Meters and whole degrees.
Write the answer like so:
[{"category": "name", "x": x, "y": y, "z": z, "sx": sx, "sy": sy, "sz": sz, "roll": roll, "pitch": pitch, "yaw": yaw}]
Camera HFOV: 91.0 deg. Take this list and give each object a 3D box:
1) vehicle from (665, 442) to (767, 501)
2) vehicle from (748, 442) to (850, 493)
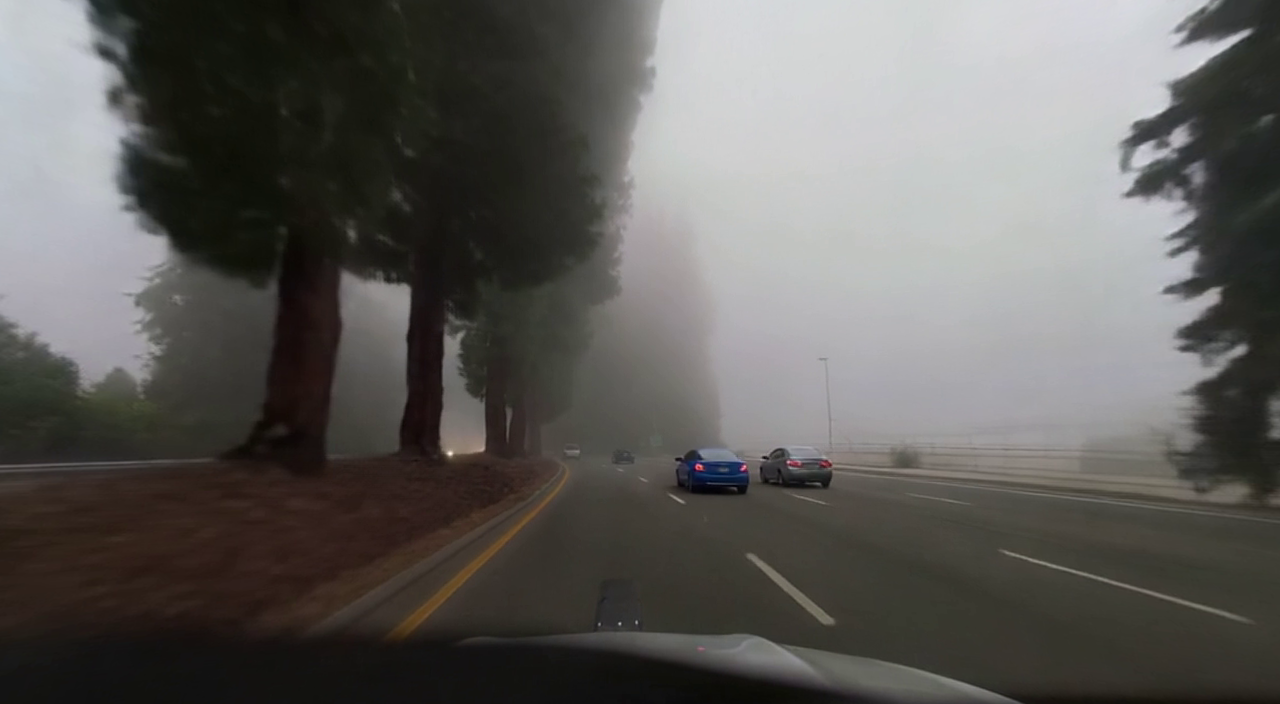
[{"category": "vehicle", "x": 1.999, "y": 3.327, "z": 17.959, "sx": 2.077, "sy": 1.464, "sz": 4.134, "roll": 1, "pitch": -8, "yaw": -5}, {"category": "vehicle", "x": 5.084, "y": 3.735, "z": 20.805, "sx": 1.901, "sy": 1.474, "sz": 4.363, "roll": 1, "pitch": -9, "yaw": -5}]
